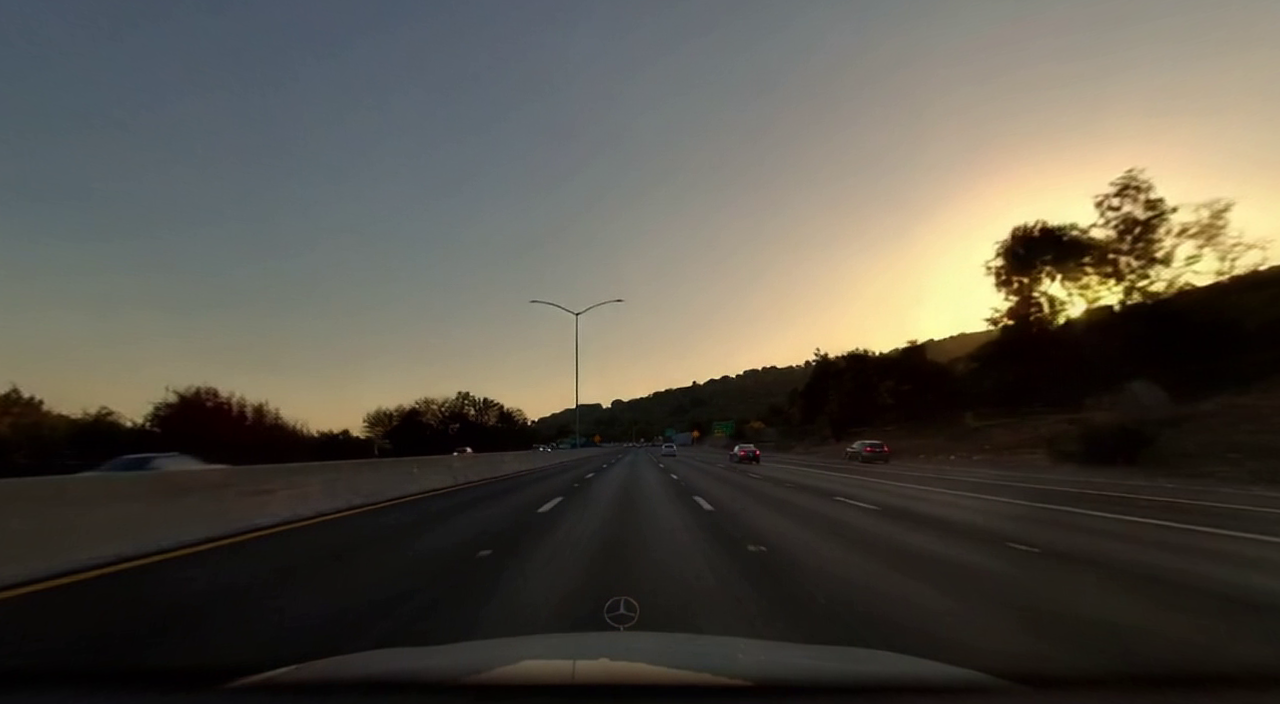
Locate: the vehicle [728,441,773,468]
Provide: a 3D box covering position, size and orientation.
[{"bbox_3d":[6.814,6.378,39.464,2.038,1.528,3.910,0,-9,-1],"label":"vehicle"}]

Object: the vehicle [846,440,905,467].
[{"bbox_3d":[14.755,6.355,39.817,2.025,1.595,4.268,0,-9,-1],"label":"vehicle"}]

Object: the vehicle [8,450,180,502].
[{"bbox_3d":[-14.363,3.242,16.872,1.639,1.164,3.285,0,-8,0],"label":"vehicle"}]
